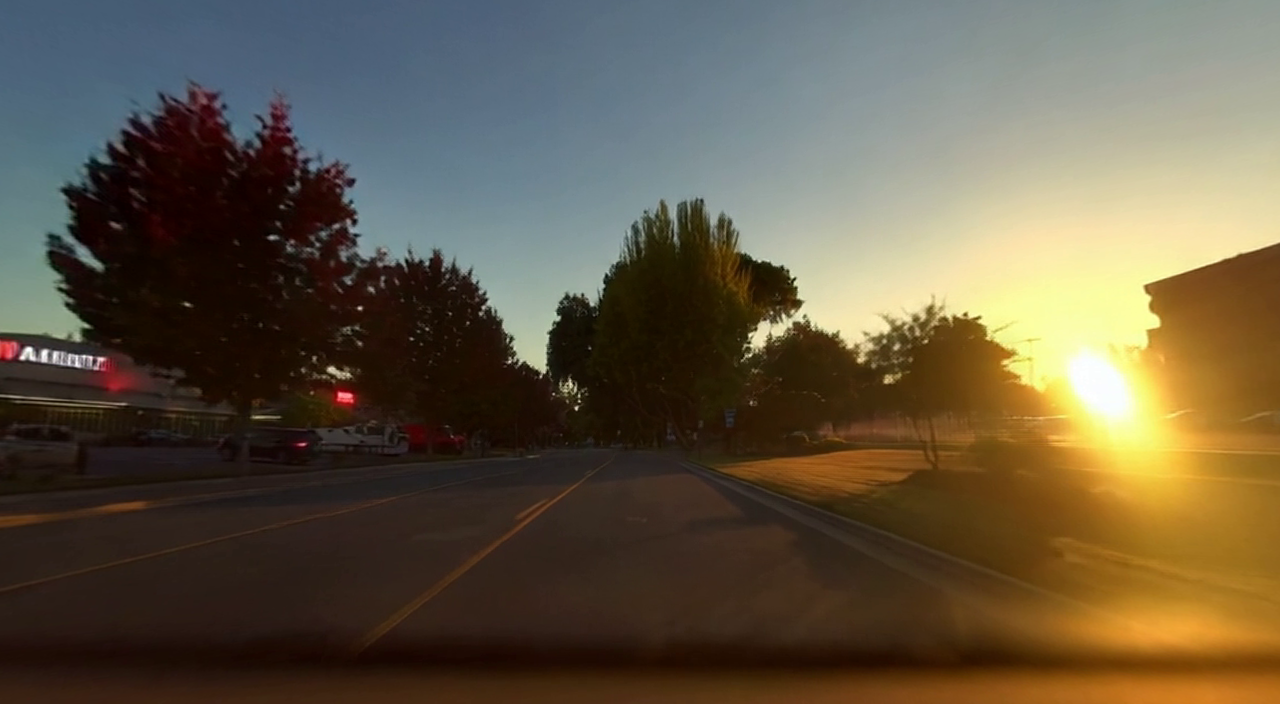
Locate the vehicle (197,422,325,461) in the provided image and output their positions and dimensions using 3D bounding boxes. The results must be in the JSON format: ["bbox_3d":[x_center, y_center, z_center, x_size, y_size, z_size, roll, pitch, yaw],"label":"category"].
[{"bbox_3d":[-19.466,4.636,32.651,5.109,1.891,2.206,0,-9,-1],"label":"vehicle"}]

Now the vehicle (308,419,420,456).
[{"bbox_3d":[-19.859,6.193,45.741,6.919,2.613,2.356,1,-9,-5],"label":"vehicle"}]

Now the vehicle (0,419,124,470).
[{"bbox_3d":[-18.473,2.791,19.030,4.238,1.459,1.753,0,-9,0],"label":"vehicle"}]
